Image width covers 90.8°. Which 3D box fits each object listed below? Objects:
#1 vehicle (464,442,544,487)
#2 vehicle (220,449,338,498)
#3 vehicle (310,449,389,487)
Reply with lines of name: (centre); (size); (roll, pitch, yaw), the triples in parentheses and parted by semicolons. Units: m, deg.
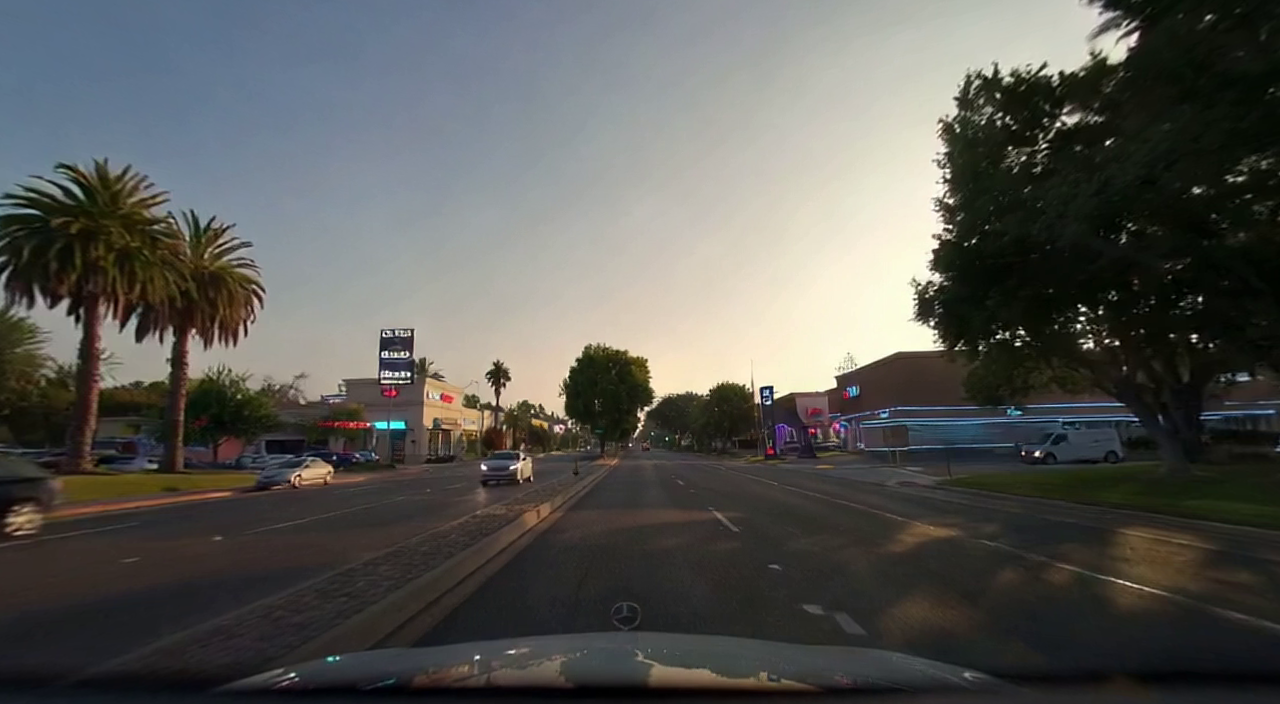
vehicle: (-4.833, 4.062, 23.149); (1.934, 1.471, 4.280); (0, -8, 1)
vehicle: (-14.012, 4.692, 24.906); (1.972, 1.504, 5.036); (-5, -8, -3)
vehicle: (-13.963, 5.565, 30.629); (1.946, 1.489, 4.435); (-4, -8, -3)
